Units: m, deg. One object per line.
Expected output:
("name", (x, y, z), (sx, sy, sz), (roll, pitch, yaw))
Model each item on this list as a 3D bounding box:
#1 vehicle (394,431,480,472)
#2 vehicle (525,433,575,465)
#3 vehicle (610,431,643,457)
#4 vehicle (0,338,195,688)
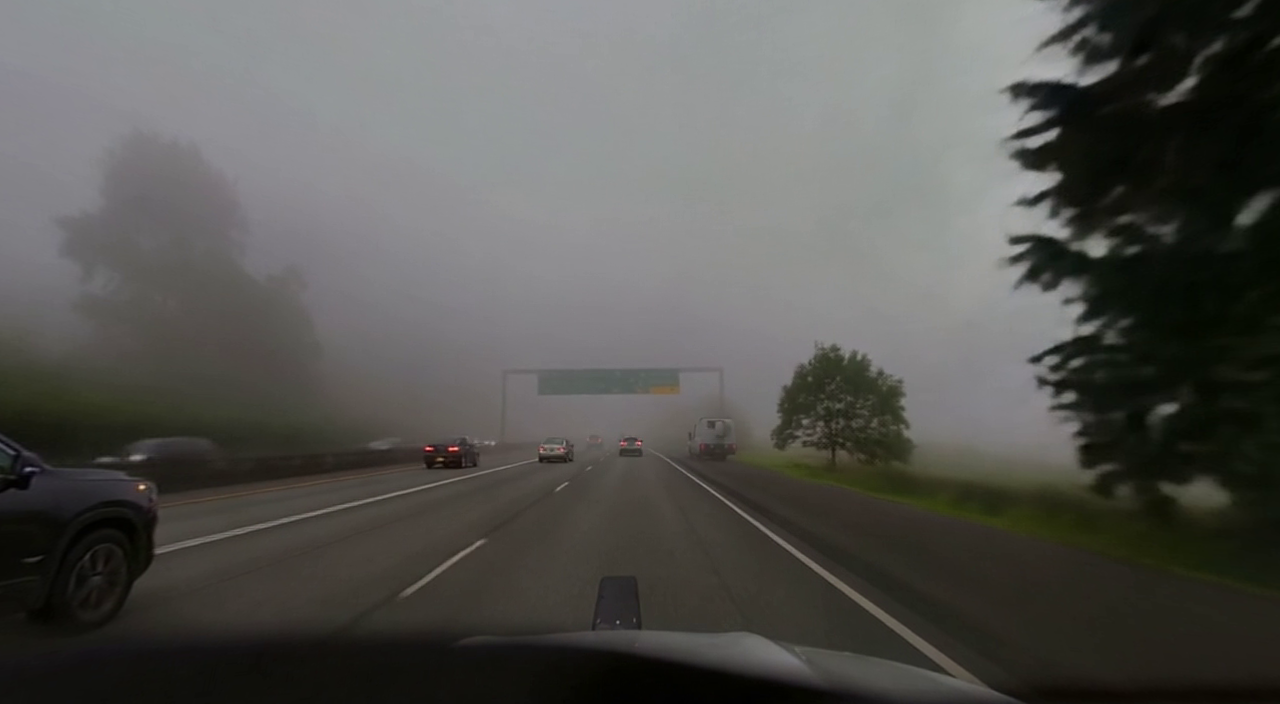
("vehicle", (-8.290, 4.087, 26.204), (1.953, 1.524, 4.863), (0, -8, 0))
("vehicle", (-4.448, 4.843, 31.657), (1.909, 1.445, 4.087), (0, -7, 0))
("vehicle", (-0.839, 5.888, 40.397), (2.002, 1.611, 3.778), (0, -8, 0))
("vehicle", (-4.337, 0.742, 2.479), (1.971, 1.822, 4.366), (0, -8, -1))
